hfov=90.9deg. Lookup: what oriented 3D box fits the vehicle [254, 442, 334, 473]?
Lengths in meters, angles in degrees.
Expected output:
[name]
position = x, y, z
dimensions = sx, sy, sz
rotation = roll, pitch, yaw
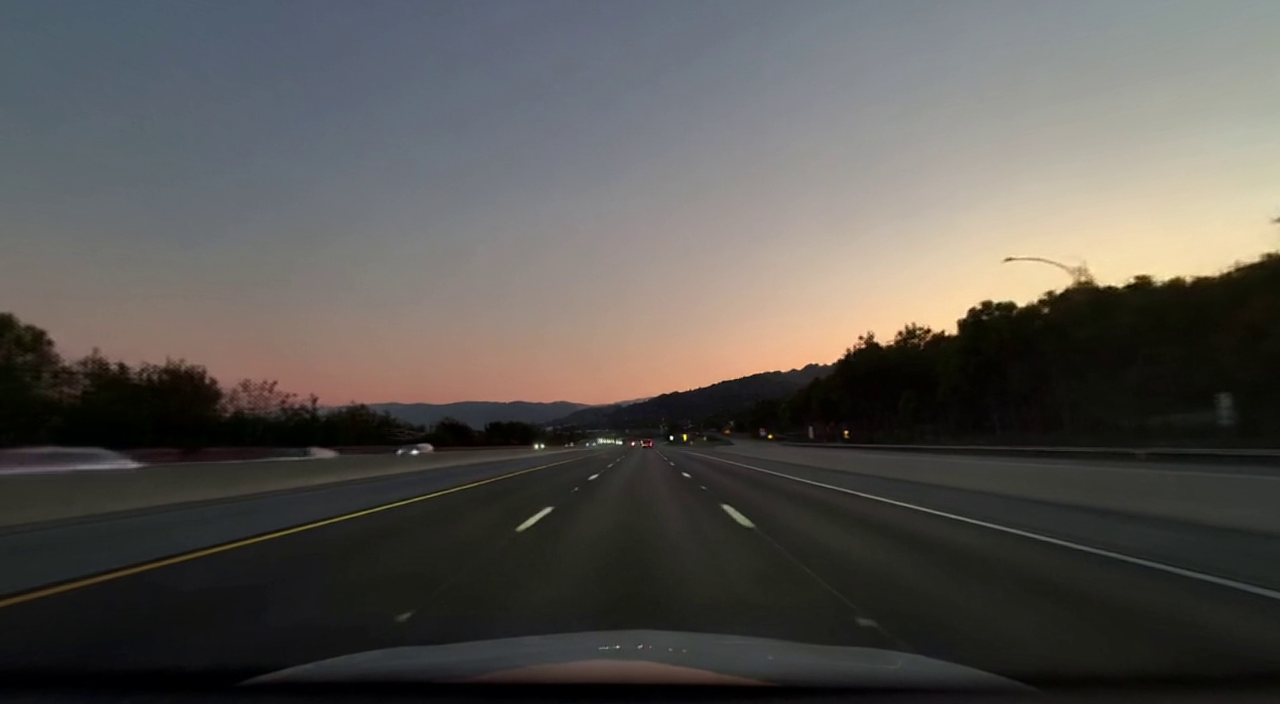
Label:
[vehicle]
position = -19.635, 5.983, 36.018
dimensions = 1.936, 1.604, 4.556
rotation = 0, -8, 0
